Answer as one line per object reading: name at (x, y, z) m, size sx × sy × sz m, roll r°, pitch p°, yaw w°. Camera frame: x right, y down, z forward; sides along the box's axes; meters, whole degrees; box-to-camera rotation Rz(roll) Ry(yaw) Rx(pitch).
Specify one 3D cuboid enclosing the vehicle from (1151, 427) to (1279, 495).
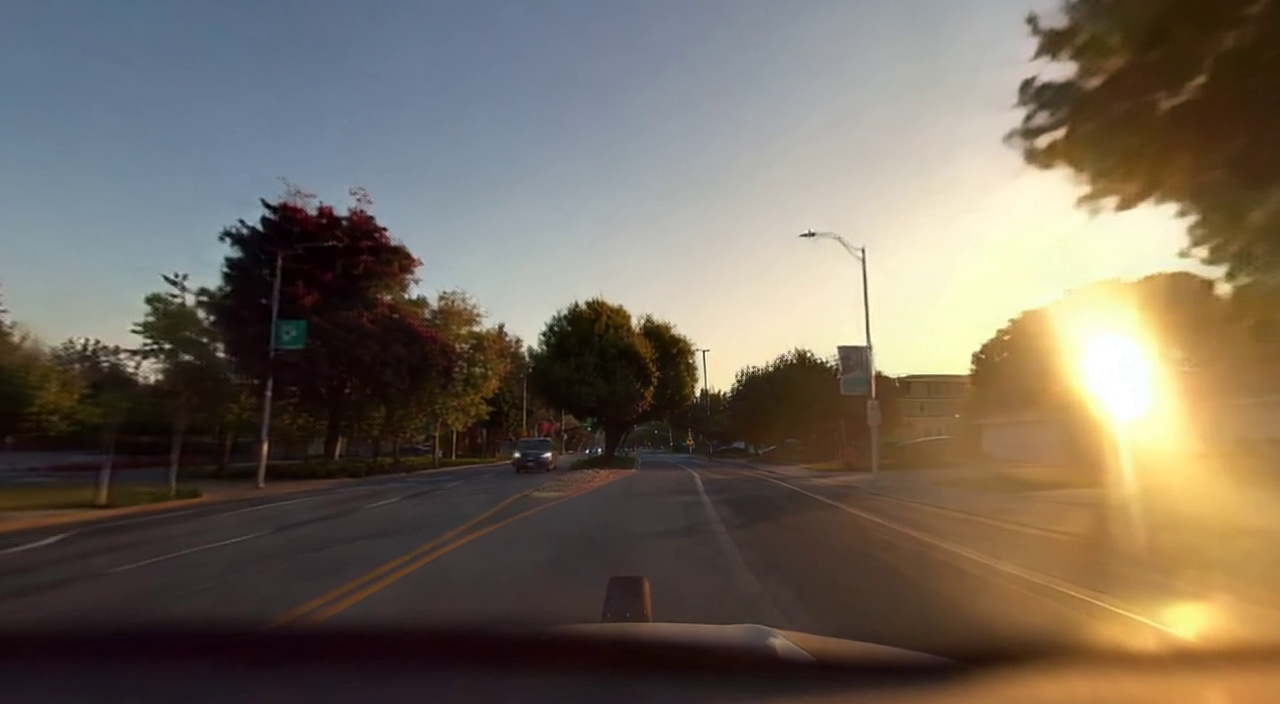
vehicle at (15.635, 2.682, 15.702) m, size 1.901 × 1.547 × 4.411 m, roll 0°, pitch -9°, yaw -4°

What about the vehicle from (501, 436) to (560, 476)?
vehicle at (-5.210, 5.037, 30.640) m, size 2.128 × 1.753 × 4.516 m, roll 0°, pitch -9°, yaw -1°
